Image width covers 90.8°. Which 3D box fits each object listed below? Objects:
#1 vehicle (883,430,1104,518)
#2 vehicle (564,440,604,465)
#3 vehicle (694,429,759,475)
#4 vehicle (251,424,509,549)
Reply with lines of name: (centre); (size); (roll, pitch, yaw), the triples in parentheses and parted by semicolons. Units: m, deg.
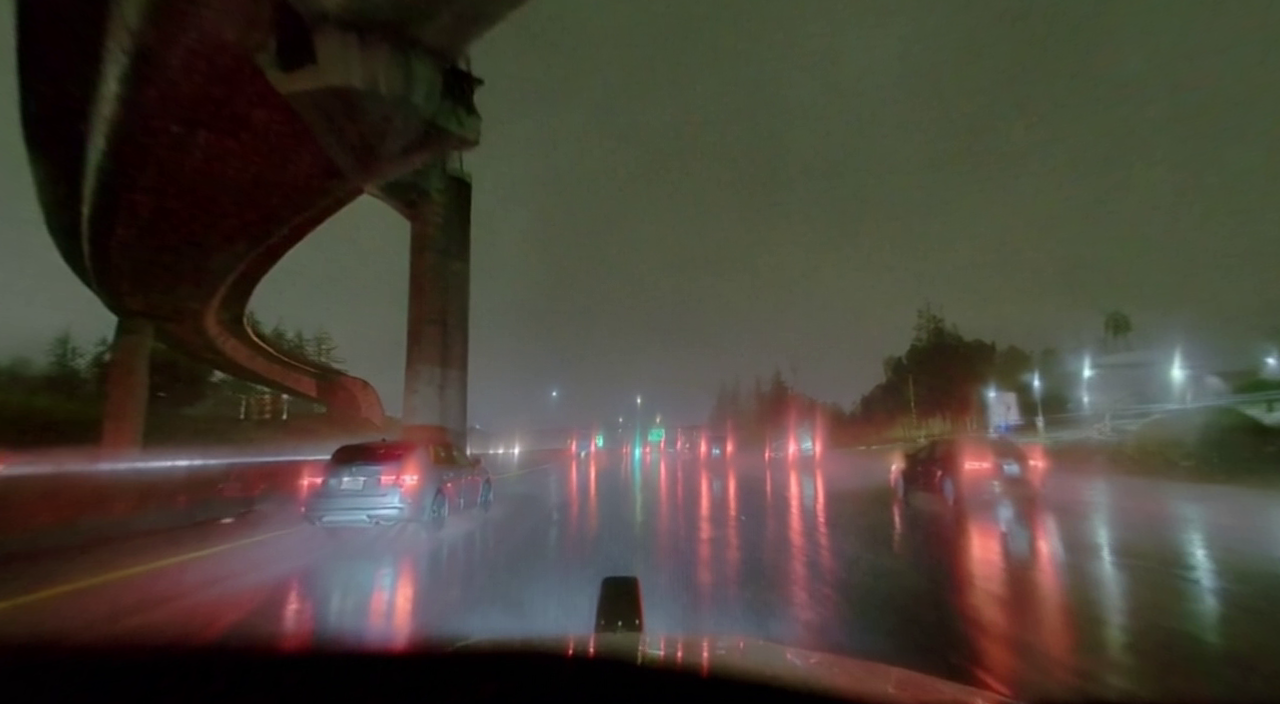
vehicle: (6.812, 2.389, 12.866); (1.989, 1.472, 4.322); (0, -8, 0)
vehicle: (-3.529, 6.456, 40.633); (2.047, 1.464, 4.387); (0, -8, 1)
vehicle: (3.536, 4.195, 26.615); (2.072, 1.761, 4.242); (0, -8, 0)
vehicle: (-3.614, 1.965, 9.960); (1.997, 1.476, 4.703); (0, -8, 1)
